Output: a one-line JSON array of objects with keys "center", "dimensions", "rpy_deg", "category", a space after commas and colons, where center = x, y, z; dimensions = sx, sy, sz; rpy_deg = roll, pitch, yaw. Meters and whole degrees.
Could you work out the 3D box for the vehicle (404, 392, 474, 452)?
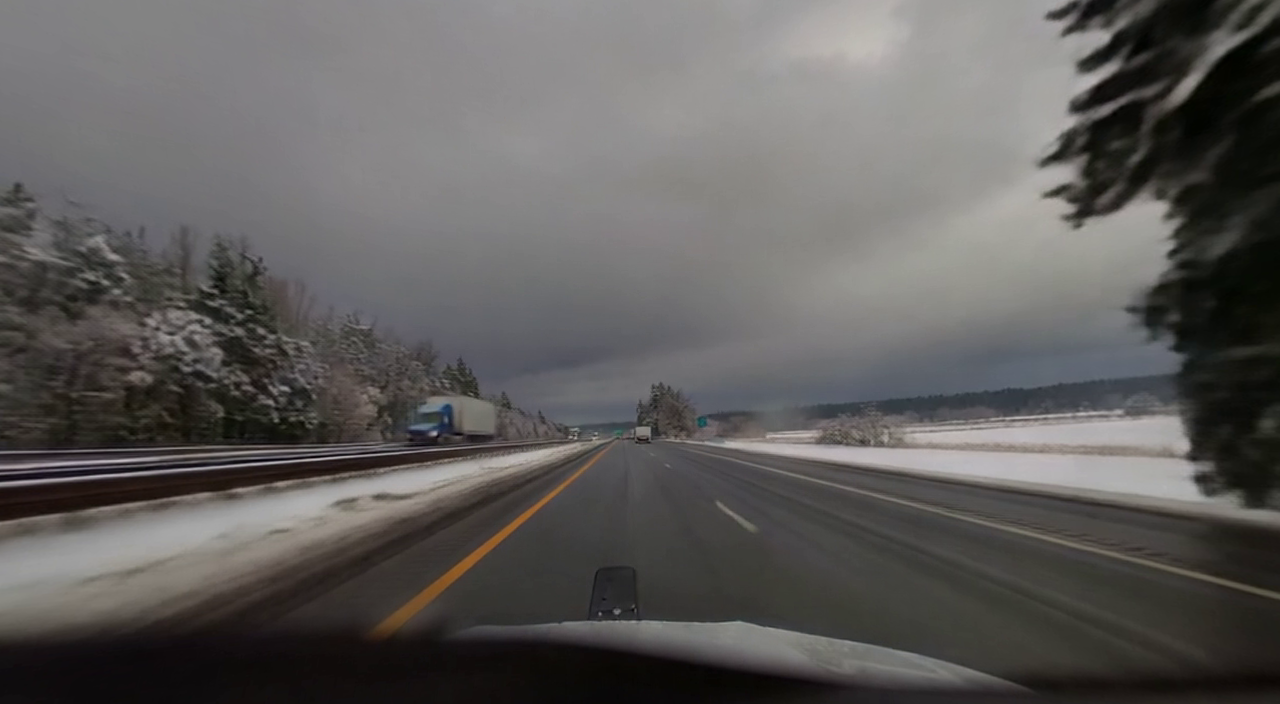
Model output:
[{"center": [-13.643, 4.869, 43.405], "dimensions": [2.994, 3.854, 5.842], "rpy_deg": [0, -8, -2], "category": "vehicle"}]
